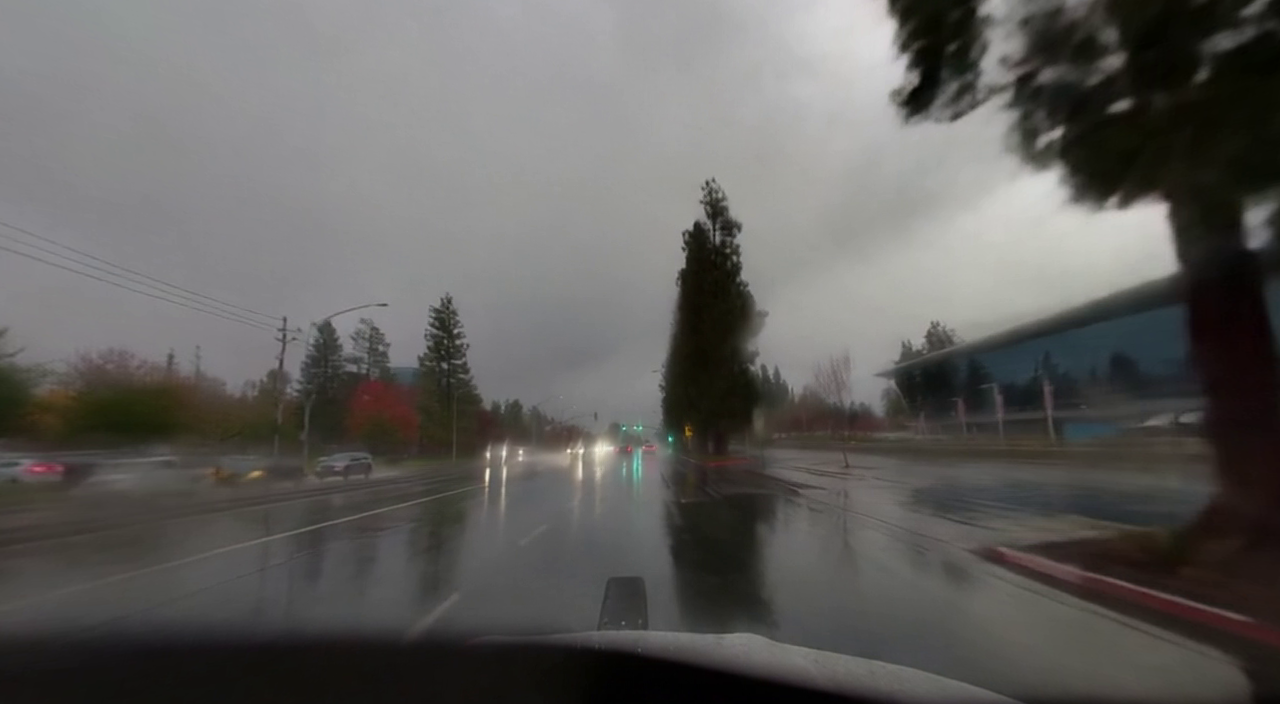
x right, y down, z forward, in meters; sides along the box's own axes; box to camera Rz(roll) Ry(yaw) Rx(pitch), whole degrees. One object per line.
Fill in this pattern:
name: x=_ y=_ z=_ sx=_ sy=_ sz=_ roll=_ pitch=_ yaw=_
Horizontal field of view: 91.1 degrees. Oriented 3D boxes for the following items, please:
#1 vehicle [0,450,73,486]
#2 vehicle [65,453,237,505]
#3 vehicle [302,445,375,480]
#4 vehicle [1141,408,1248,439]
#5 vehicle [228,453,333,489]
vehicle: x=-28.172 y=5.155 z=28.019 sx=3.759 sy=1.462 sz=1.873 roll=1 pitch=-8 yaw=-3
vehicle: x=-17.174 y=4.457 z=22.503 sx=2.014 sy=1.515 sz=5.027 roll=0 pitch=-8 yaw=2
vehicle: x=-17.155 y=6.276 z=36.026 sx=1.998 sy=1.724 sz=4.486 roll=-3 pitch=-9 yaw=0
vehicle: x=29.944 y=3.944 z=34.111 sx=1.829 sy=1.496 sz=4.642 roll=-1 pitch=-8 yaw=5
vehicle: x=-17.248 y=5.690 z=30.477 sx=1.955 sy=1.486 sz=5.112 roll=-1 pitch=-8 yaw=2
